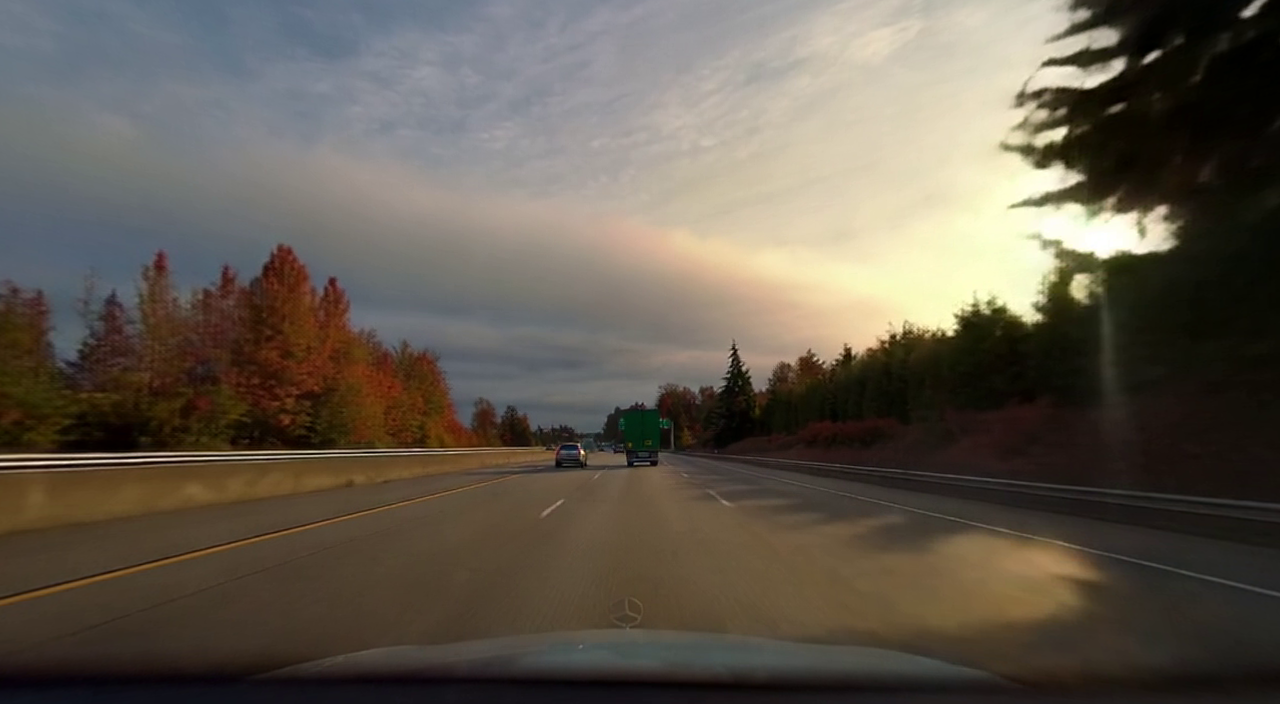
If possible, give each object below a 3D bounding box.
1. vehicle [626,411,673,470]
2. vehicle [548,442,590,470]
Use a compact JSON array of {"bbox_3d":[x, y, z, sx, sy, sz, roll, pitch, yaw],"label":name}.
[{"bbox_3d":[0.499,6.189,43.597,2.893,3.628,9.081,0,-9,-1],"label":"vehicle"},{"bbox_3d":[-4.333,6.439,39.119,2.079,1.656,3.965,0,-9,0],"label":"vehicle"}]
